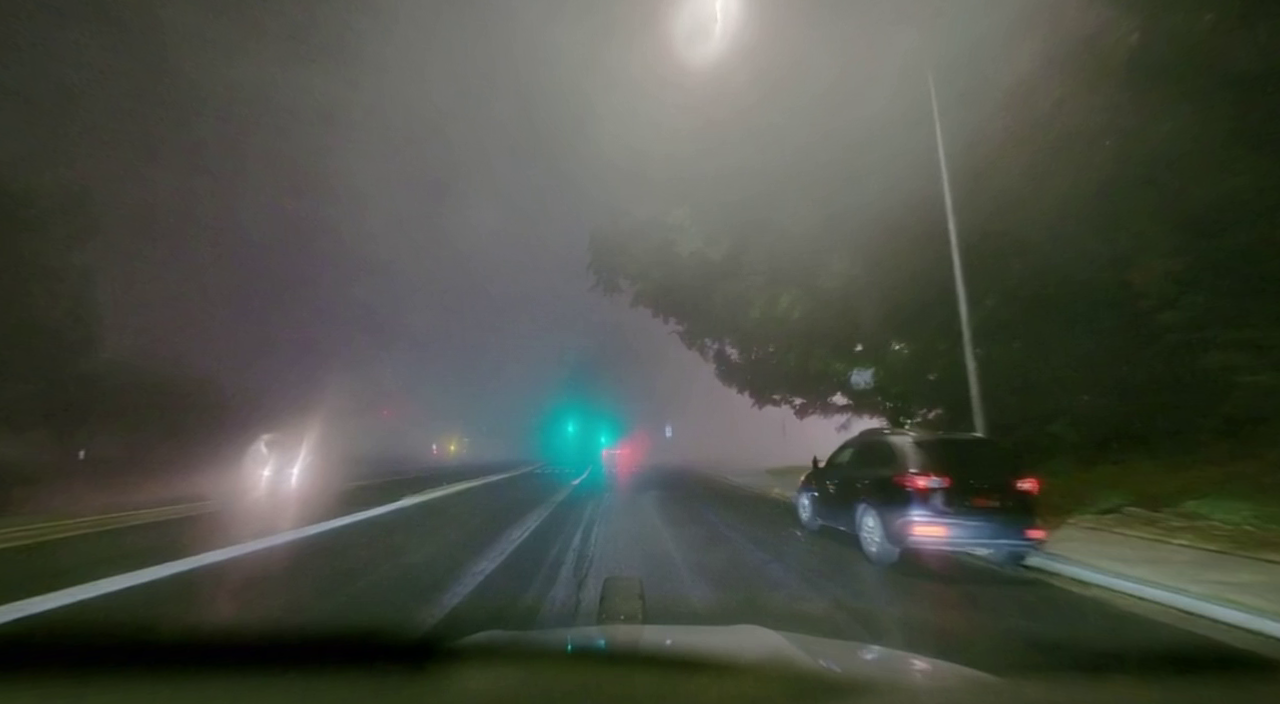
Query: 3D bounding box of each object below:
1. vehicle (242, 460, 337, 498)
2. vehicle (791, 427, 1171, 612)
[{"bbox_3d":[-15.817,5.721,28.820,1.880,1.485,4.476,0,-8,-2],"label":"vehicle"},{"bbox_3d":[3.354,1.710,7.458,1.989,1.504,4.342,0,-8,-1],"label":"vehicle"}]
